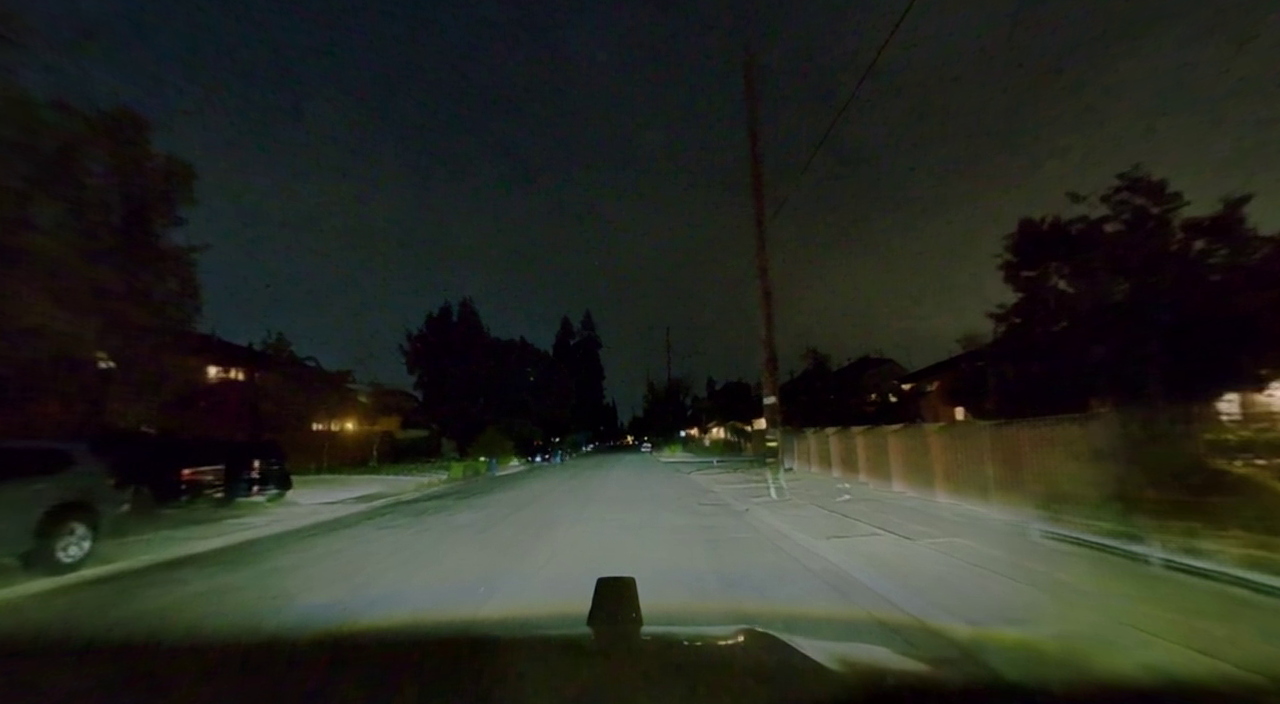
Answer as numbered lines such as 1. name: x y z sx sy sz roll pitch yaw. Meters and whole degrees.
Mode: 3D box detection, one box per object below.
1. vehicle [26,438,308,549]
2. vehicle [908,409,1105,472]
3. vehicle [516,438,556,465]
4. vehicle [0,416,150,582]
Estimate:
1. vehicle: -8.524 2.522 12.081 2.074 1.616 4.440 -2 -8 -2
2. vehicle: 12.188 2.964 21.234 5.367 1.953 2.257 1 -8 -9
3. vehicle: -7.934 7.680 48.622 2.091 1.912 4.598 0 -10 2
4. vehicle: -8.363 1.598 6.684 2.352 1.843 4.979 -1 -10 0
